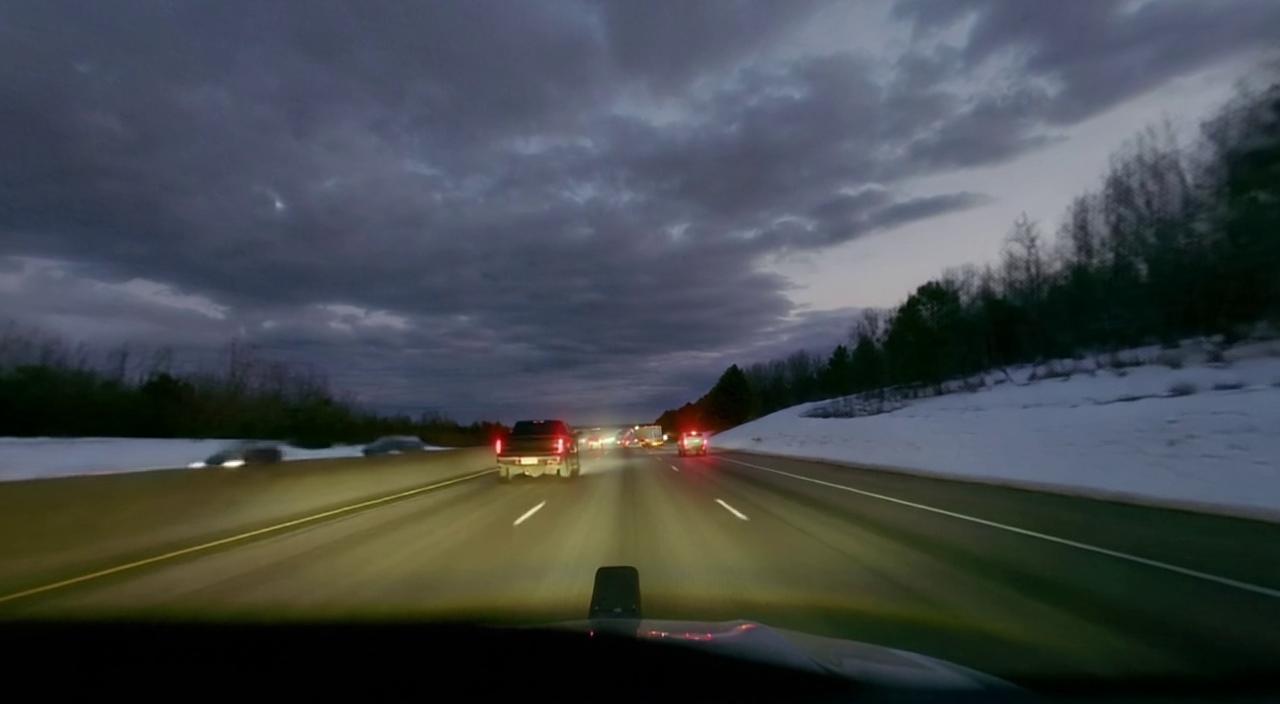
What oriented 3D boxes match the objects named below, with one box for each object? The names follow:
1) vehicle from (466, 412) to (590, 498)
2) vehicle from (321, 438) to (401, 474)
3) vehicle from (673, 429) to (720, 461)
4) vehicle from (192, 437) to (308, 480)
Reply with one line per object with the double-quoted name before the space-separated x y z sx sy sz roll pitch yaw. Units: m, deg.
"vehicle" -2.555 2.495 15.661 2.185 1.772 4.656 -1 -8 0
"vehicle" -12.422 4.609 28.313 1.832 1.464 4.110 0 -8 -2
"vehicle" 3.164 5.323 36.078 2.124 1.696 4.173 0 -8 -2
"vehicle" -15.815 4.308 25.859 1.939 1.553 4.619 0 -8 -2
